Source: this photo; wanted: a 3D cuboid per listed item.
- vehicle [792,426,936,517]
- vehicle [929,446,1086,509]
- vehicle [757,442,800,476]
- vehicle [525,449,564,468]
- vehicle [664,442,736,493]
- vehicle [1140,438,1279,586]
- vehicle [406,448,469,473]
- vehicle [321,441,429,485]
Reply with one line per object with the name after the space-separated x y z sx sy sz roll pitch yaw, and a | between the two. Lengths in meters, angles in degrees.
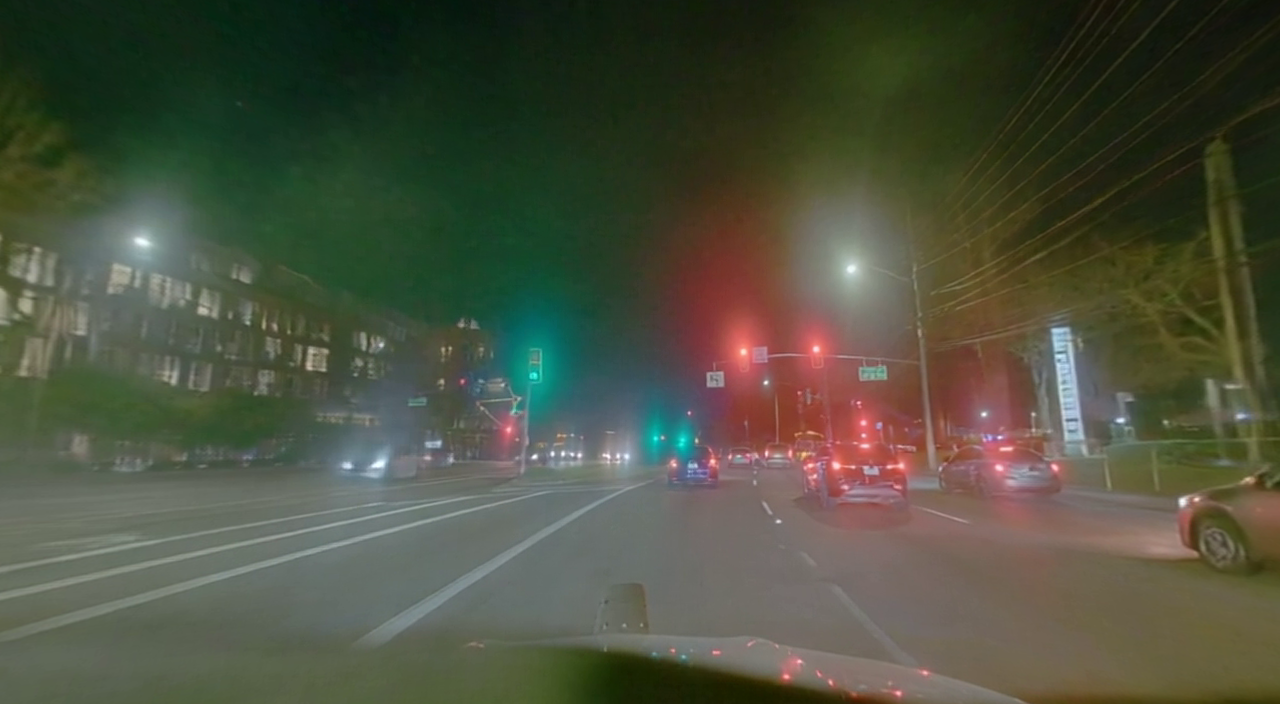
5.158 2.804 15.354 2.119 1.810 4.848 -1 -9 5 | vehicle
9.786 3.315 17.282 1.882 1.463 4.543 -1 -9 5 | vehicle
7.138 5.515 32.804 1.896 1.612 4.203 -1 -9 9 | vehicle
-7.371 8.305 49.277 1.779 1.388 4.210 -1 -9 9 | vehicle
2.111 3.827 21.292 2.168 1.527 4.174 -1 -9 8 | vehicle
7.346 1.527 5.822 1.866 1.471 4.478 0 -9 2 | vehicle
-12.922 6.931 40.622 1.905 1.469 4.825 -1 -9 8 | vehicle
-11.181 4.710 27.074 2.057 1.705 4.754 -1 -9 8 | vehicle
